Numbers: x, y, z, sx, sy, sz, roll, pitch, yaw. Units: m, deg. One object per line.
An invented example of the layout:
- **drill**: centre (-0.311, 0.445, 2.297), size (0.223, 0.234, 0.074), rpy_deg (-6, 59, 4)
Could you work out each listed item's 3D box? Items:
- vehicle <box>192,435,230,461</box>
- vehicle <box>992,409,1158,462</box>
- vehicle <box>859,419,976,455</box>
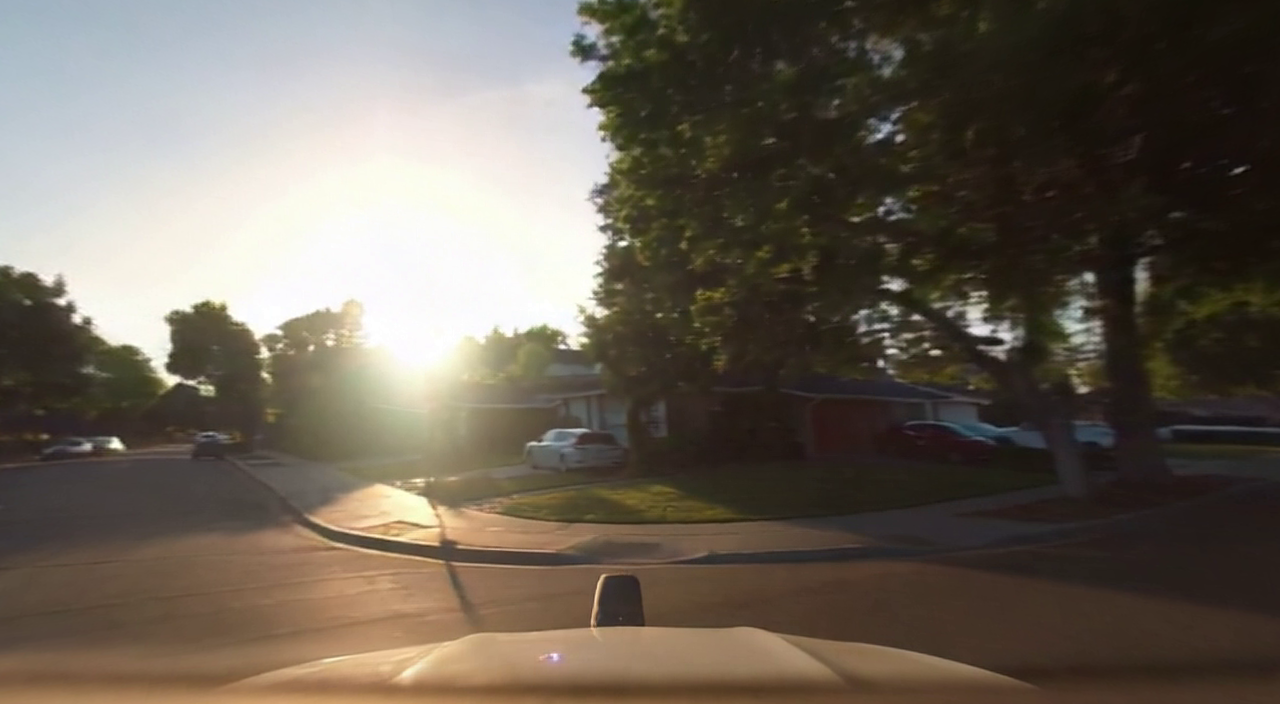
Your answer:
- **vehicle**: centre (-30.018, 6.691, 44.136), size (2.018, 1.665, 4.226), rpy_deg (6, -10, -35)
- **vehicle**: centre (15.915, 3.126, 23.387), size (1.918, 1.745, 4.559), rpy_deg (6, -10, -36)
- **vehicle**: centre (12.513, 3.897, 28.766), size (1.855, 1.470, 4.531), rpy_deg (6, -10, -34)
